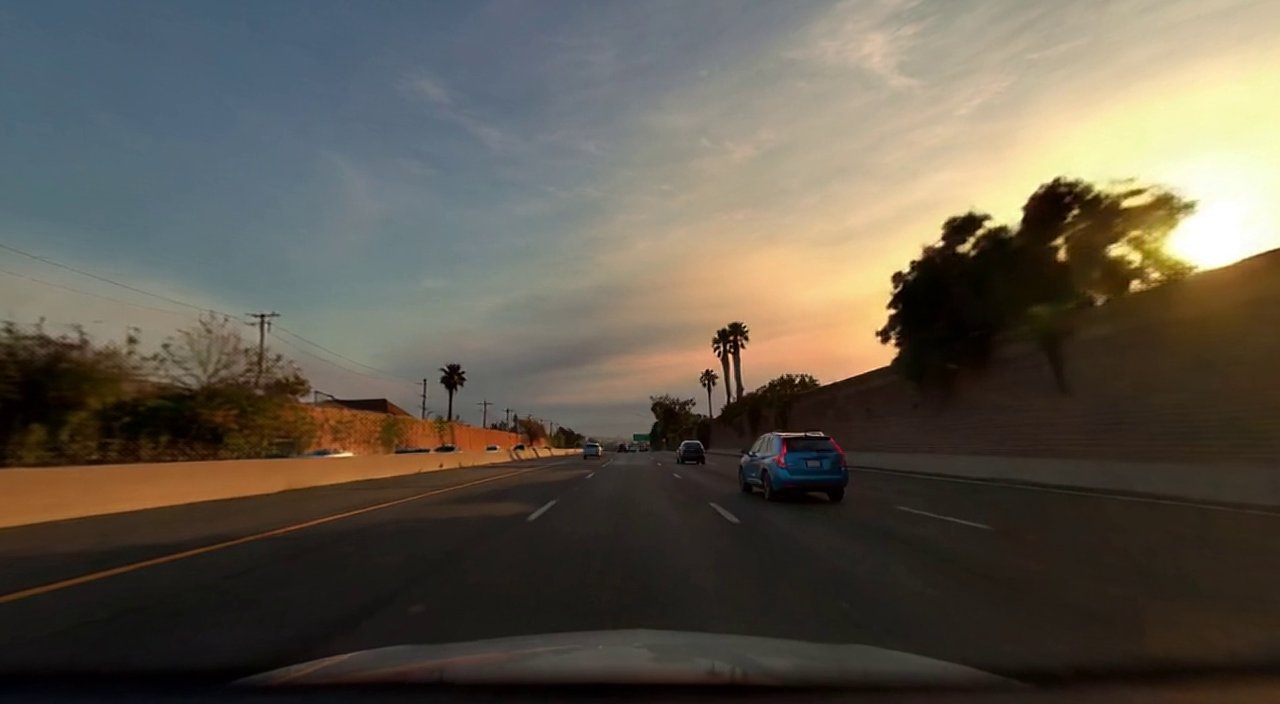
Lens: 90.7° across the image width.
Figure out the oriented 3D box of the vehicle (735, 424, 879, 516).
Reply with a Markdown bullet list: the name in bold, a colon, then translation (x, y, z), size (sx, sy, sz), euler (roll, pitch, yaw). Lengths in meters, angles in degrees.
- **vehicle**: translation (3.427, 2.502, 13.916), size (1.910, 1.696, 4.187), euler (0, -8, -2)

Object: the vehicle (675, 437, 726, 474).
- **vehicle**: translation (2.964, 5.199, 31.993), size (2.045, 1.688, 4.313), euler (0, -8, -2)
